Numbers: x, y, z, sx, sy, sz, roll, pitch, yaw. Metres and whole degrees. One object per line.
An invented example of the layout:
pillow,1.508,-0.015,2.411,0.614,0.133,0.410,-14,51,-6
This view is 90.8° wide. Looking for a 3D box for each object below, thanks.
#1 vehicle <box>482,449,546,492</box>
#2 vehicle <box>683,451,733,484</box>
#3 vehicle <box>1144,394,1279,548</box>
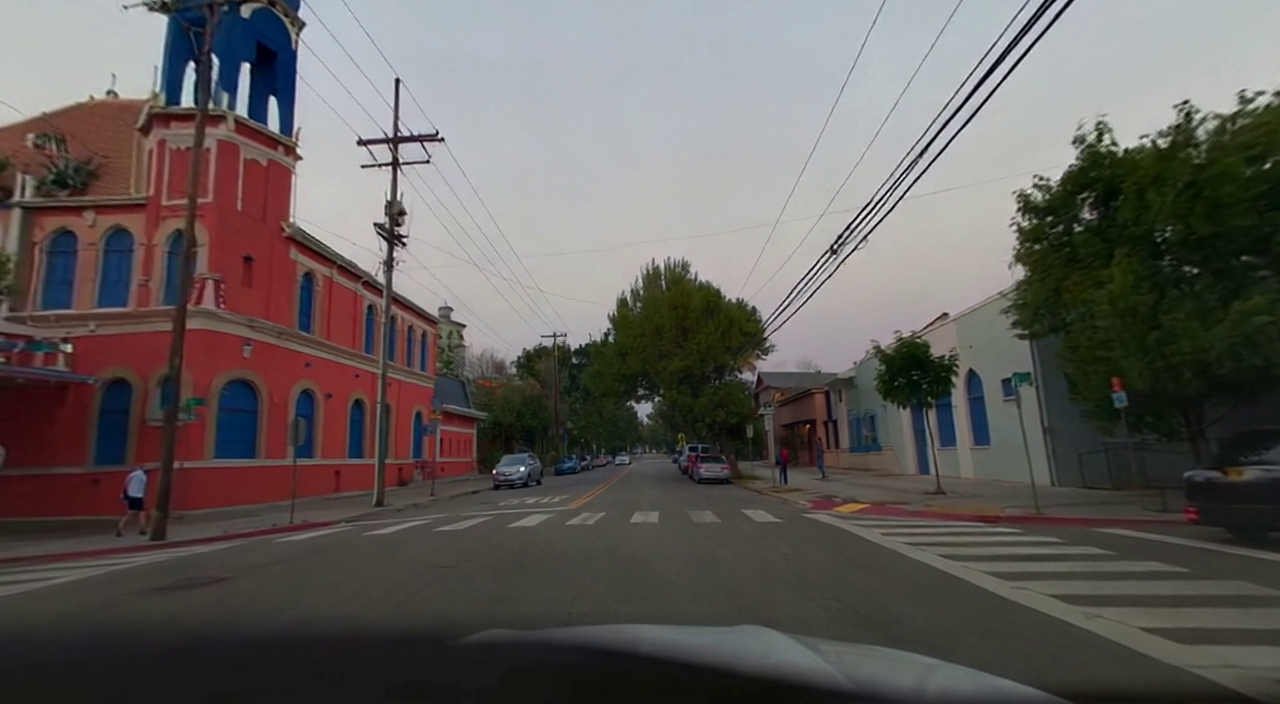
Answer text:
vehicle,-6.254,5.913,31.920,2.140,1.746,4.385,-4,-8,1
vehicle,3.224,5.611,31.019,1.966,1.471,4.552,0,-9,0
vehicle,10.133,1.529,8.301,5.100,1.806,2.124,0,-9,0
